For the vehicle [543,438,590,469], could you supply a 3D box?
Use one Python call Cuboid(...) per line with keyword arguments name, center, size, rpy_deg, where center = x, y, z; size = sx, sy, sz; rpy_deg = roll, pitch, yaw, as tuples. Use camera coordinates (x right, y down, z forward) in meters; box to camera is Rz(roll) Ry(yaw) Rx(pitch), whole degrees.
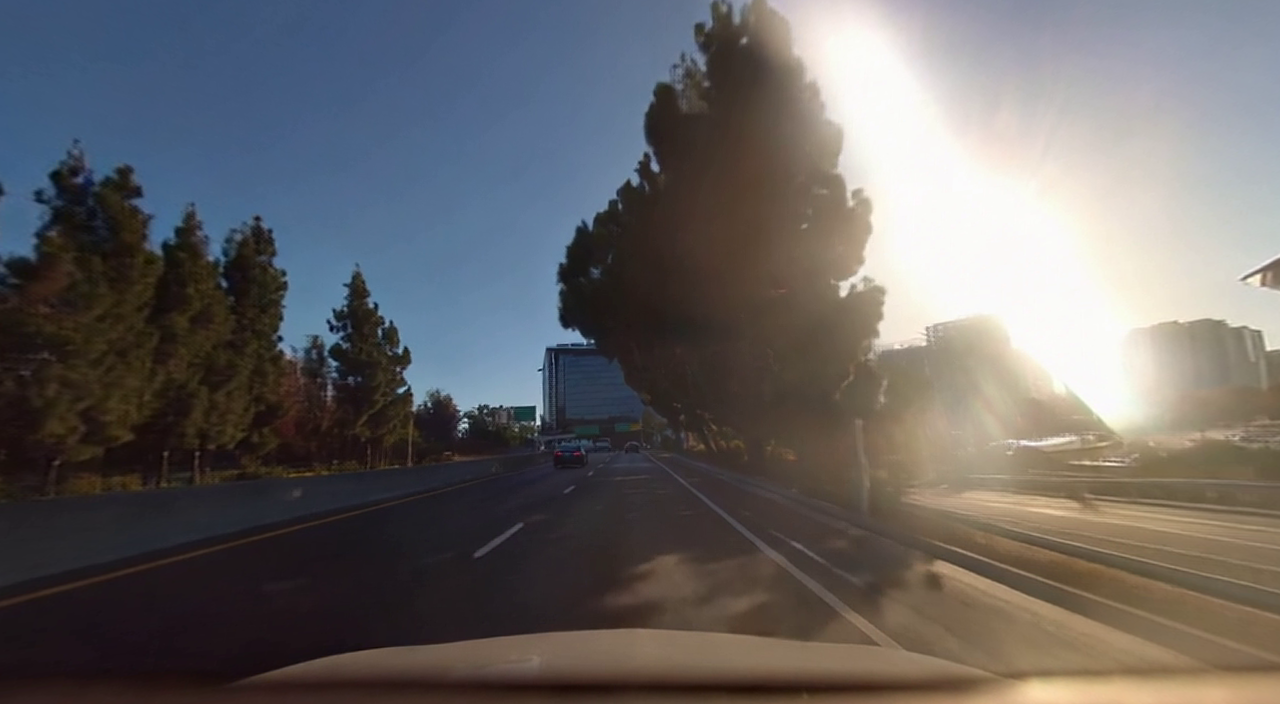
Cuboid(name="vehicle", center=(-3.871, 5.398, 33.849), size=(1.984, 1.521, 4.682), rpy_deg=(0, -8, 0))
